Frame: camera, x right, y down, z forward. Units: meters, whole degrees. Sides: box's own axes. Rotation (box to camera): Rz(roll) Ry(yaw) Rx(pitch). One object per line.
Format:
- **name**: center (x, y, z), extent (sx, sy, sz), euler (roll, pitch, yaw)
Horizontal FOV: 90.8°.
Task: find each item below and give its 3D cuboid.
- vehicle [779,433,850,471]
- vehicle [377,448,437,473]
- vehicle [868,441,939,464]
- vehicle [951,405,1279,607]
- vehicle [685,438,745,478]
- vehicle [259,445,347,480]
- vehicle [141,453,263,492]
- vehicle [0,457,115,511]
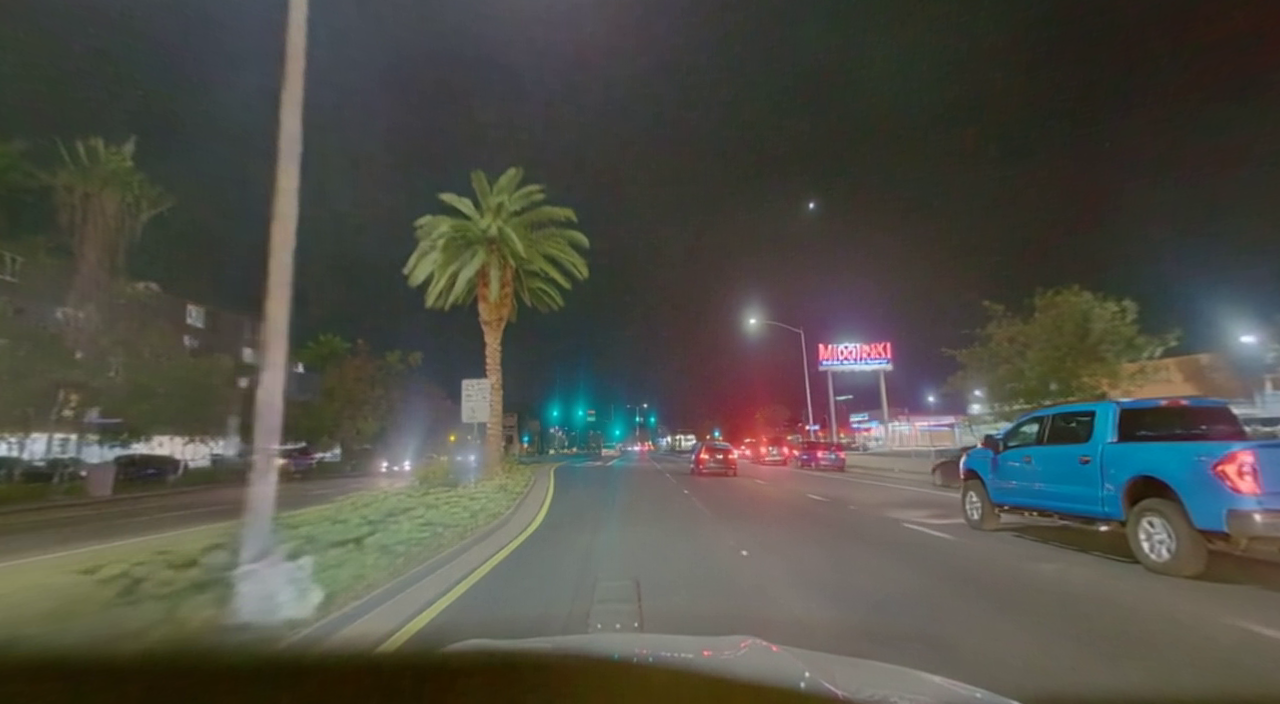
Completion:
- **vehicle**: center (10.238, 5.970, 37.709), extent (2.417, 2.061, 5.980), euler (0, -9, -1)
- **vehicle**: center (-15.632, 7.313, 42.715), extent (2.174, 1.509, 4.958), euler (-1, -9, 0)
- **vehicle**: center (18.664, 7.169, 44.828), extent (4.245, 1.481, 1.899), euler (-9, -15, 39)
- **vehicle**: center (6.198, 1.627, 7.590), extent (2.140, 1.606, 5.437), euler (0, -9, 0)
- **vehicle**: center (3.148, 4.549, 27.257), extent (1.889, 1.541, 4.303), euler (1, -9, -2)
- **vehicle**: center (-19.103, 6.263, 36.119), extent (2.066, 1.825, 5.291), euler (0, -9, 0)
- **vehicle**: center (-19.396, 5.333, 28.337), extent (1.871, 1.519, 5.002), euler (0, -9, 0)
- **vehicle**: center (-19.336, 4.043, 19.674), extent (1.900, 1.481, 4.684), euler (0, -9, 0)
